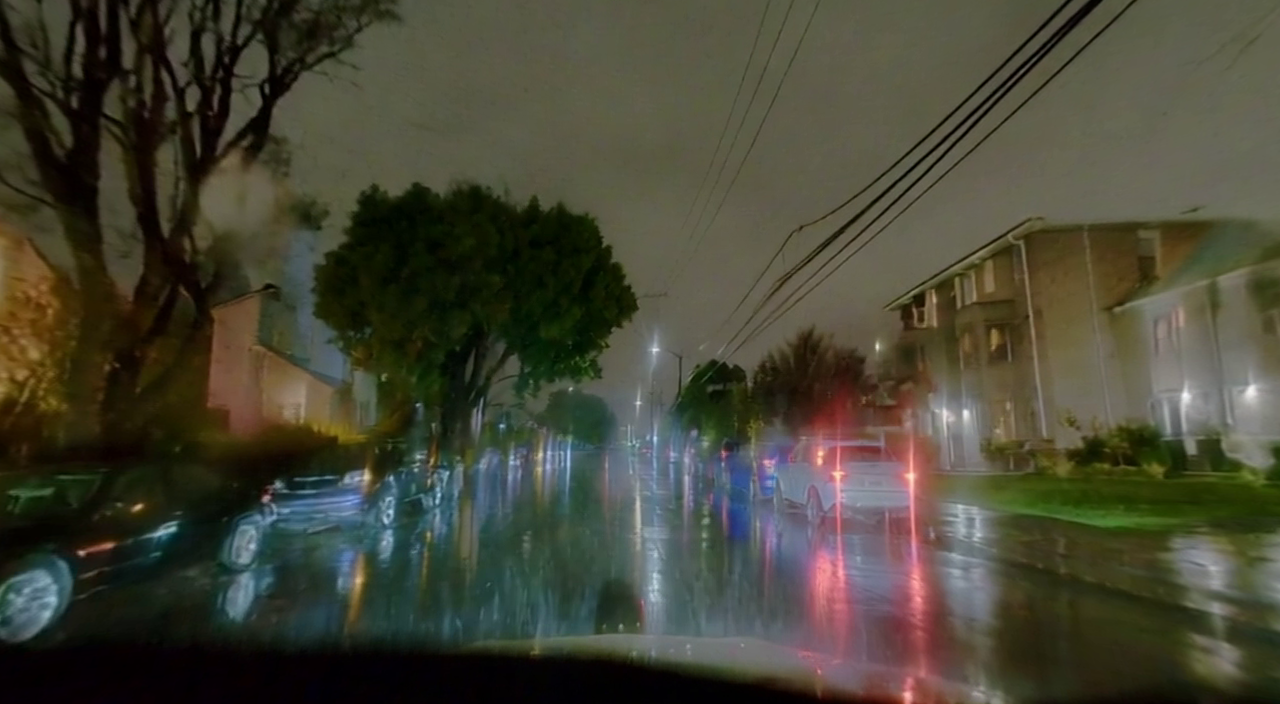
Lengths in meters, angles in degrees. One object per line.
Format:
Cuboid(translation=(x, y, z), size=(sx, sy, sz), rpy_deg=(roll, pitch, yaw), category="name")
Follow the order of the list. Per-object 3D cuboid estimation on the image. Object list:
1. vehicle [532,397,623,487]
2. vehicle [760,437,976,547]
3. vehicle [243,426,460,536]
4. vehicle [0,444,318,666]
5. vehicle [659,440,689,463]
Cuboid(translation=(-2.128, 3.412, 23.948), size=(2.716, 2.887, 6.781), rpy_deg=(0, -8, 0), category="vehicle")
Cuboid(translation=(3.537, 2.224, 10.795), size=(1.813, 1.468, 4.267), rpy_deg=(1, -8, -5), category="vehicle")
Cuboid(translation=(-5.479, 2.499, 13.044), size=(2.002, 1.781, 5.380), rpy_deg=(0, -8, -1), category="vehicle")
Cuboid(translation=(-5.216, 1.614, 5.951), size=(1.861, 1.474, 4.749), rpy_deg=(0, -8, 0), category="vehicle")
Cuboid(translation=(2.573, 7.650, 48.528), size=(1.878, 1.664, 4.033), rpy_deg=(0, -8, -3), category="vehicle")
